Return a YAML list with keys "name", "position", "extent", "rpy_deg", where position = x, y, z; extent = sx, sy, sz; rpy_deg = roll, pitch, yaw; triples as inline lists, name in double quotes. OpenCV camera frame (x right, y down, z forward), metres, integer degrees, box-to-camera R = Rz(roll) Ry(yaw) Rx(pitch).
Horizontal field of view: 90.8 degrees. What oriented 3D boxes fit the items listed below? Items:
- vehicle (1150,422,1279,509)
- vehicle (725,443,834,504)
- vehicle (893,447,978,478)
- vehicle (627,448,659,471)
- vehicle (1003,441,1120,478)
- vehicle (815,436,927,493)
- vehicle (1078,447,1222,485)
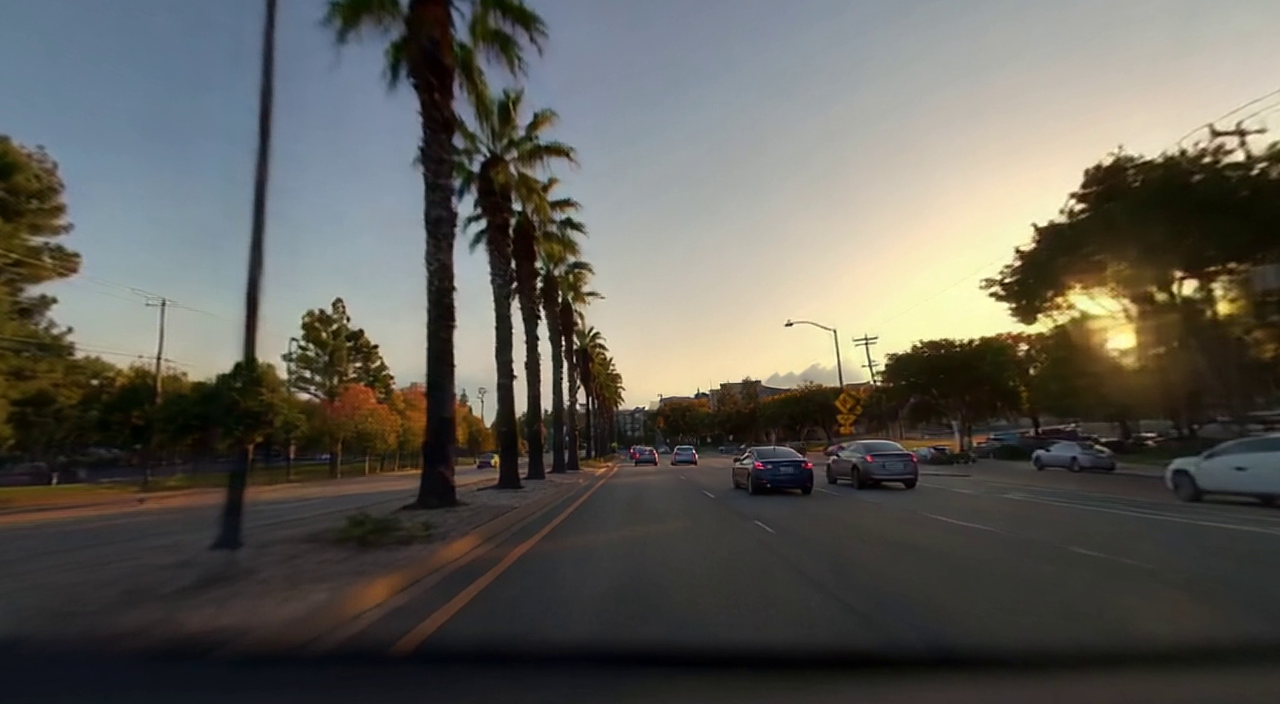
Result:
- name: "vehicle"
  position: [15.169, 2.617, 14.678]
  extent: [2.267, 1.881, 5.087]
  rpy_deg: [0, -9, -1]
- name: "vehicle"
  position: [3.699, 3.285, 17.610]
  extent: [1.875, 1.452, 4.453]
  rpy_deg: [0, -9, -2]
- name: "vehicle"
  position: [15.166, 5.685, 32.753]
  extent: [2.001, 1.463, 4.781]
  rpy_deg: [0, -9, -2]
- name: "vehicle"
  position: [0.175, 7.198, 42.492]
  extent: [2.031, 1.444, 4.361]
  rpy_deg: [0, -9, -1]
- name: "vehicle"
  position: [21.615, 5.491, 32.760]
  extent: [2.109, 1.697, 5.547]
  rpy_deg: [0, -8, -2]
- name: "vehicle"
  position: [7.305, 3.601, 20.533]
  extent: [1.916, 1.646, 4.258]
  rpy_deg: [0, -9, -1]
- name: "vehicle"
  position: [21.517, 4.810, 27.000]
  extent: [1.881, 1.457, 5.022]
  rpy_deg: [0, -9, -1]
